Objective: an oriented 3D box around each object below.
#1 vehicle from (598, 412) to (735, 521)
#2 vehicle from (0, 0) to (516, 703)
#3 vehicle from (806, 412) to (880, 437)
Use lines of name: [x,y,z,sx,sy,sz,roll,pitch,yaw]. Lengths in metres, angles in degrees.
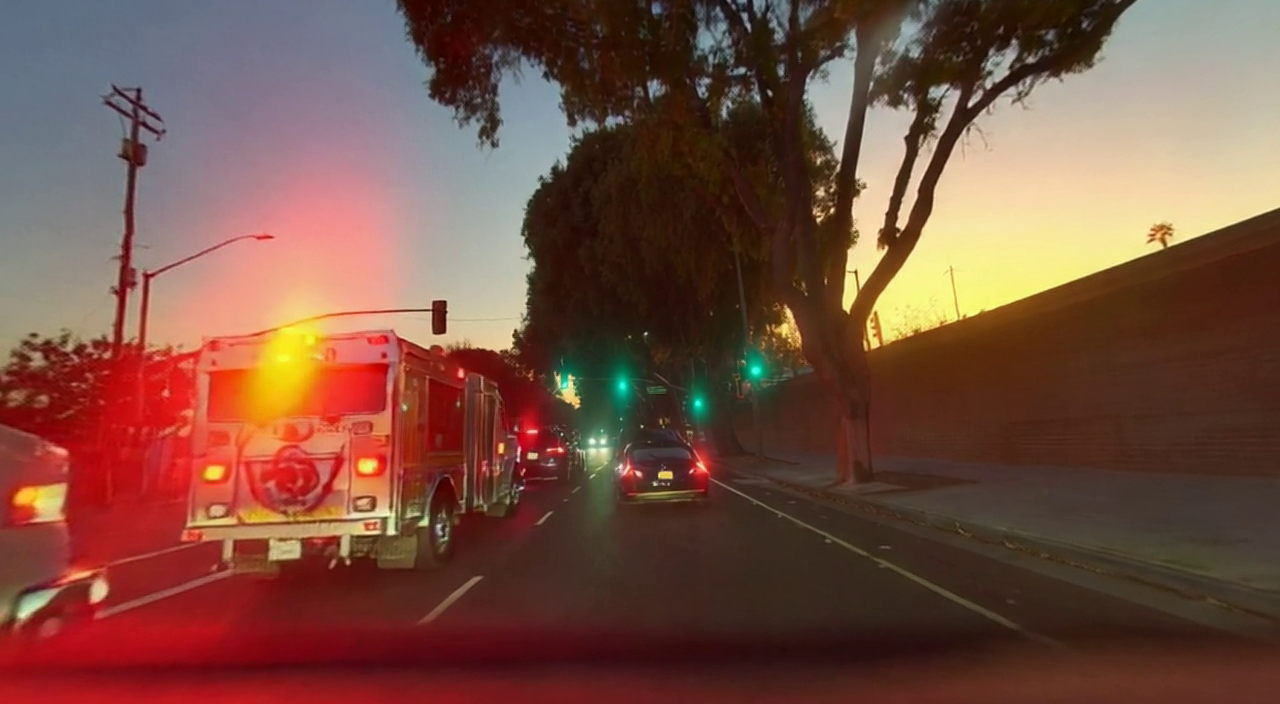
vehicle: [0.298,2.313,13.286,2.332,1.831,4.930,0,-8,-4]
vehicle: [-3.632,0.108,3.291,3.631,3.655,12.773,0,-8,-1]
vehicle: [14.547,5.230,45.326,4.528,1.704,2.073,2,-9,-13]
